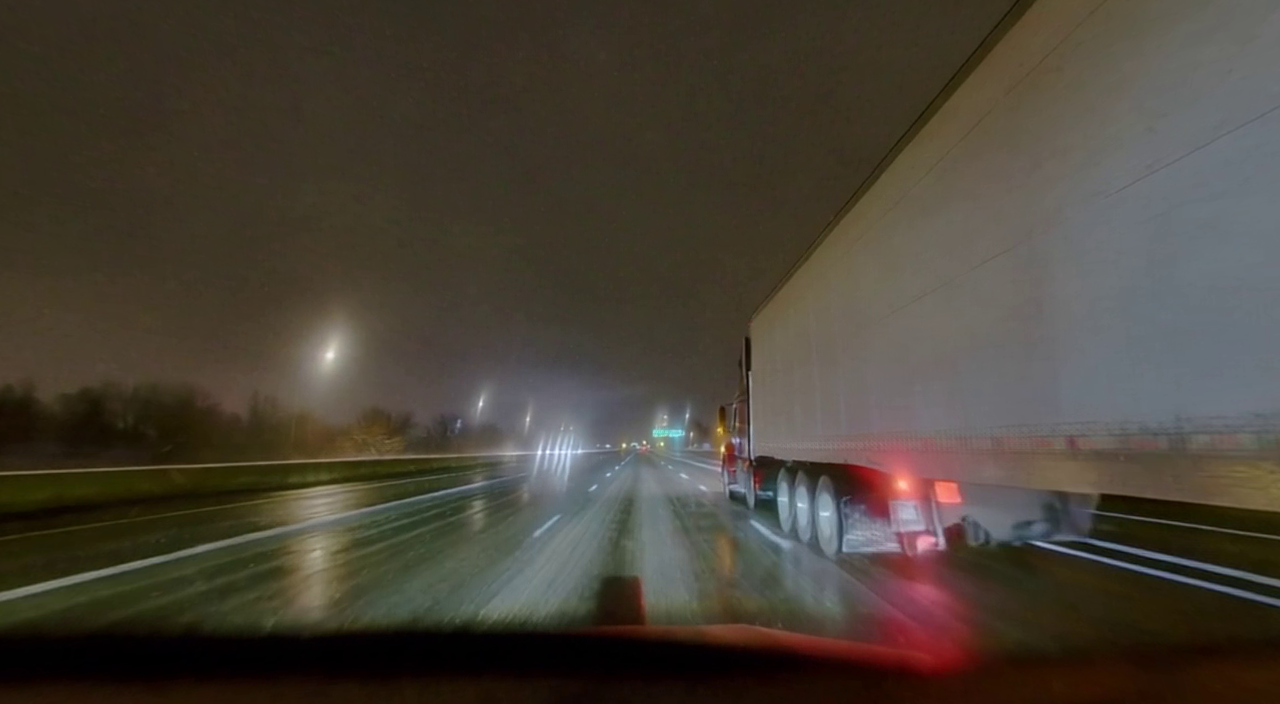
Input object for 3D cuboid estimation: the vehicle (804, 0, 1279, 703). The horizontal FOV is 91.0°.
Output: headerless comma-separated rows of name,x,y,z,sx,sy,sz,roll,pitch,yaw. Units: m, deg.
vehicle,3.750,-0.592,0.856,2.949,4.149,16.046,0,-9,1
